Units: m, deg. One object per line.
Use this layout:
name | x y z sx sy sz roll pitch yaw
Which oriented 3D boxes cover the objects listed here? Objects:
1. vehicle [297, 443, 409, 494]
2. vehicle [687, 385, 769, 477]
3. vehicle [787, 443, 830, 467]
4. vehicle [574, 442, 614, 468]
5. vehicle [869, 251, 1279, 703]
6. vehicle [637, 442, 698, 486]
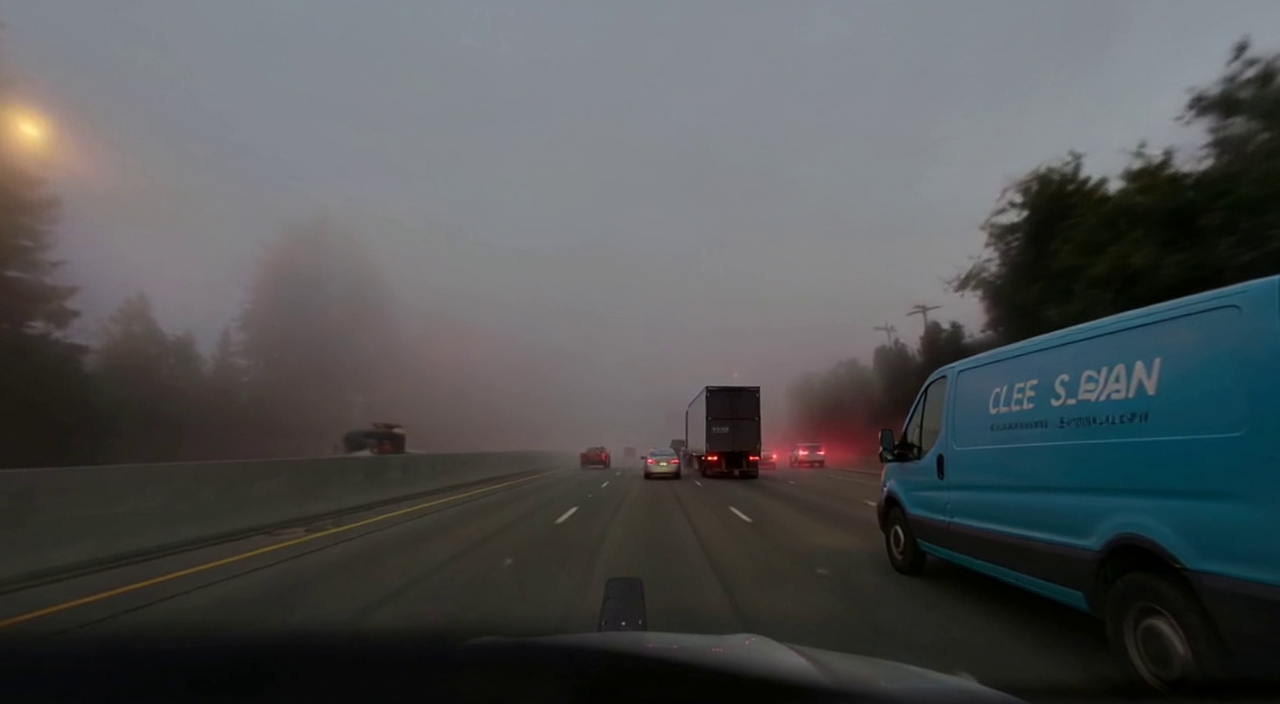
vehicle | -12.012 4.889 26.954 2.166 1.890 5.403 0 -9 1
vehicle | 4.373 4.442 34.337 2.821 4.077 12.562 0 -9 1
vehicle | 11.206 6.863 42.268 1.870 1.525 3.680 0 -9 0
vehicle | -2.904 6.687 41.050 2.182 1.601 4.364 0 -9 1
vehicle | 3.628 0.848 3.725 2.441 2.017 5.739 0 -9 1
vehicle | 0.917 4.168 23.735 2.063 1.469 4.208 0 -9 0
